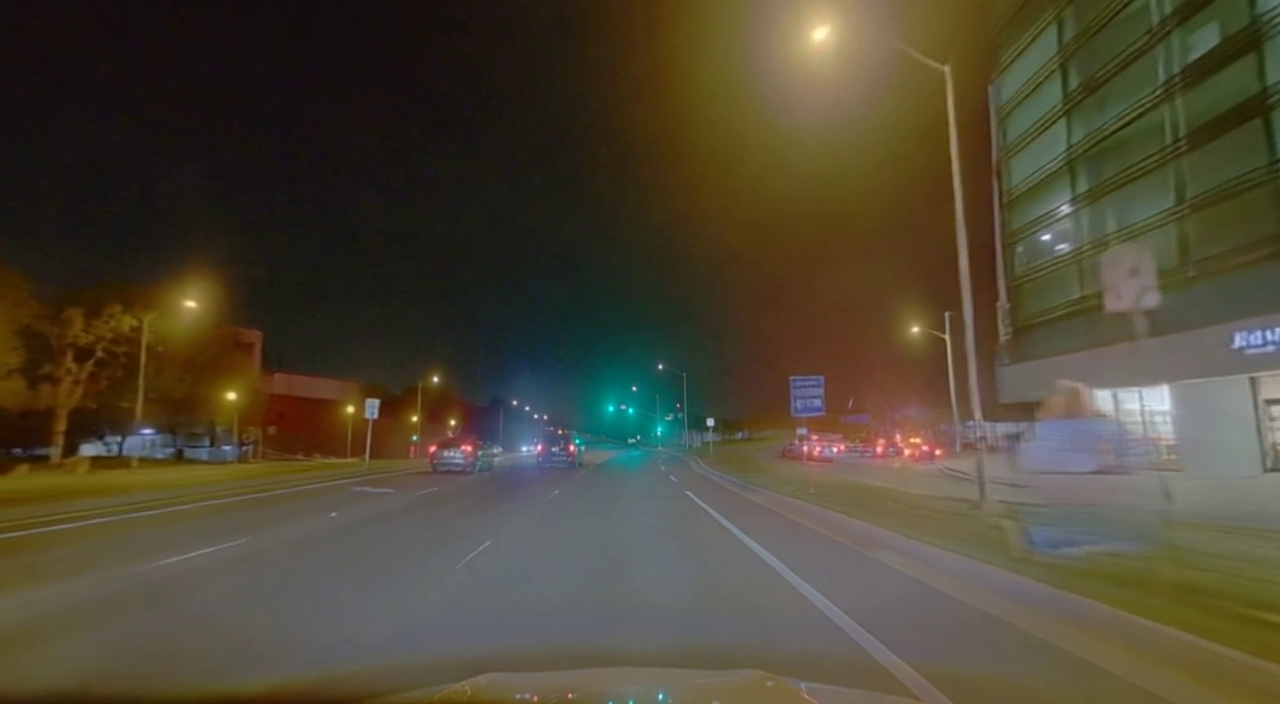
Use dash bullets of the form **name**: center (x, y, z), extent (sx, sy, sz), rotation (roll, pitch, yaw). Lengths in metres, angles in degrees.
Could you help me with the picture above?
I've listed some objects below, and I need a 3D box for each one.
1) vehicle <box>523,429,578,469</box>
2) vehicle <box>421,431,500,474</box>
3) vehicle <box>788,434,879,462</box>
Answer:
- **vehicle**: center (-4.166, 4.599, 30.112), extent (2.052, 1.729, 4.195), rotation (0, -8, -1)
- **vehicle**: center (-7.160, 4.051, 25.689), extent (1.909, 1.605, 4.561), rotation (0, -8, 0)
- **vehicle**: center (10.782, 5.382, 35.450), extent (4.513, 1.541, 1.948), rotation (-1, -8, 5)
